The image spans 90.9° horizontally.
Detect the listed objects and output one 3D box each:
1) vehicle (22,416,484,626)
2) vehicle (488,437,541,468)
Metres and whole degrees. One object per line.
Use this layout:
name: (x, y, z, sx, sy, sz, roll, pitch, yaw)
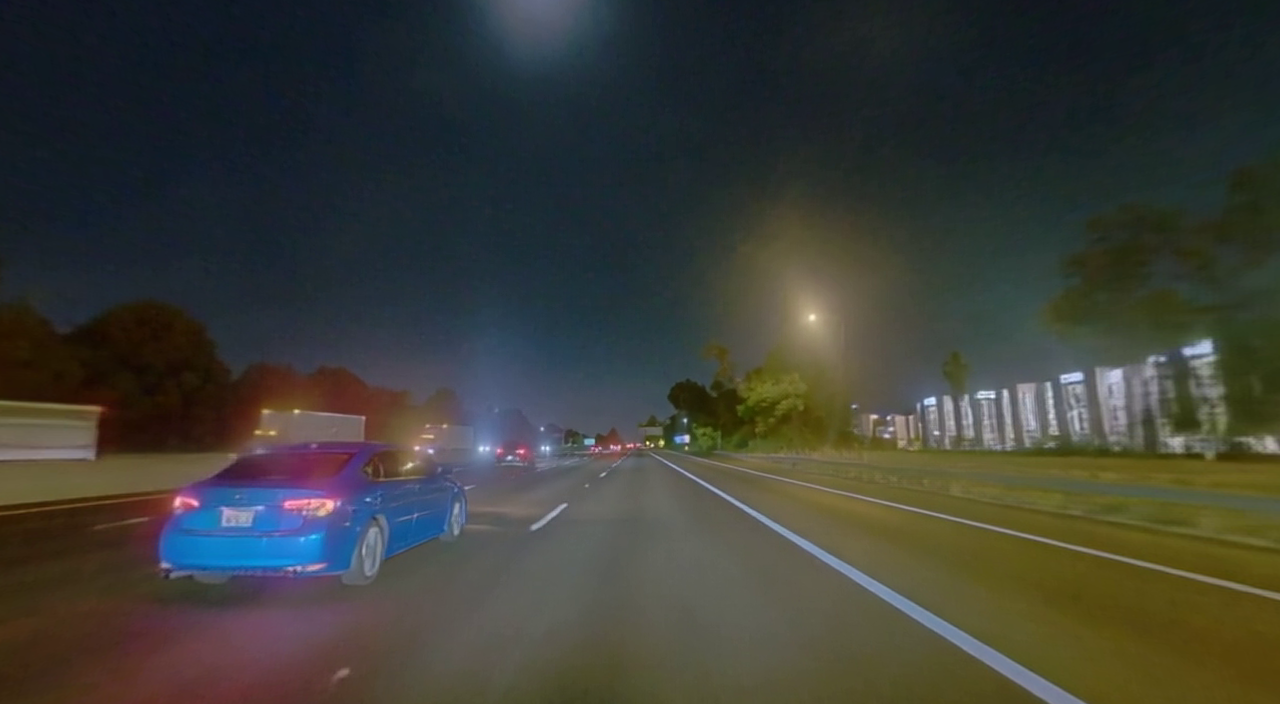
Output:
vehicle: (-3.562, 1.650, 7.311, 2.144, 1.565, 4.951, 0, -8, 1)
vehicle: (-7.256, 5.852, 36.826, 2.118, 1.675, 4.395, 0, -8, 1)
